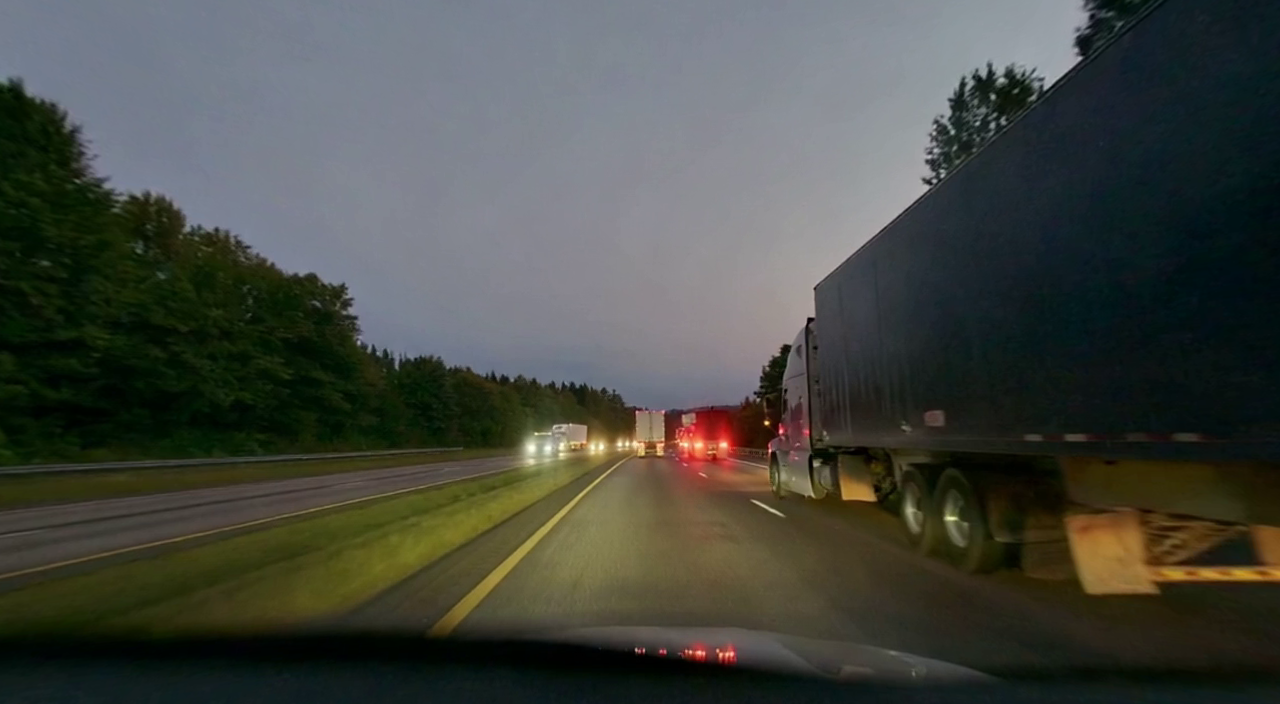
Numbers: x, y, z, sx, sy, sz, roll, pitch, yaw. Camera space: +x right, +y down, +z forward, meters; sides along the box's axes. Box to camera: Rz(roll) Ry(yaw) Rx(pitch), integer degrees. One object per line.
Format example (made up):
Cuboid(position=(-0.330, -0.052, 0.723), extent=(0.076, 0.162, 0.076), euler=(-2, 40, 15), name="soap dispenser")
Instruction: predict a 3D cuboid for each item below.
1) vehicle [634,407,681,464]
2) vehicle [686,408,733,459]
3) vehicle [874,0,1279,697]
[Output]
Cuboid(position=(1.004, 5.303, 39.973), extent=(2.644, 3.247, 7.454), euler=(0, -8, 0), name="vehicle")
Cuboid(position=(5.221, 6.303, 48.384), extent=(2.956, 3.604, 6.277), euler=(-1, -8, 1), name="vehicle")
Cuboid(position=(4.847, -0.441, 1.772), extent=(2.885, 4.049, 13.827), euler=(0, -8, -1), name="vehicle")
